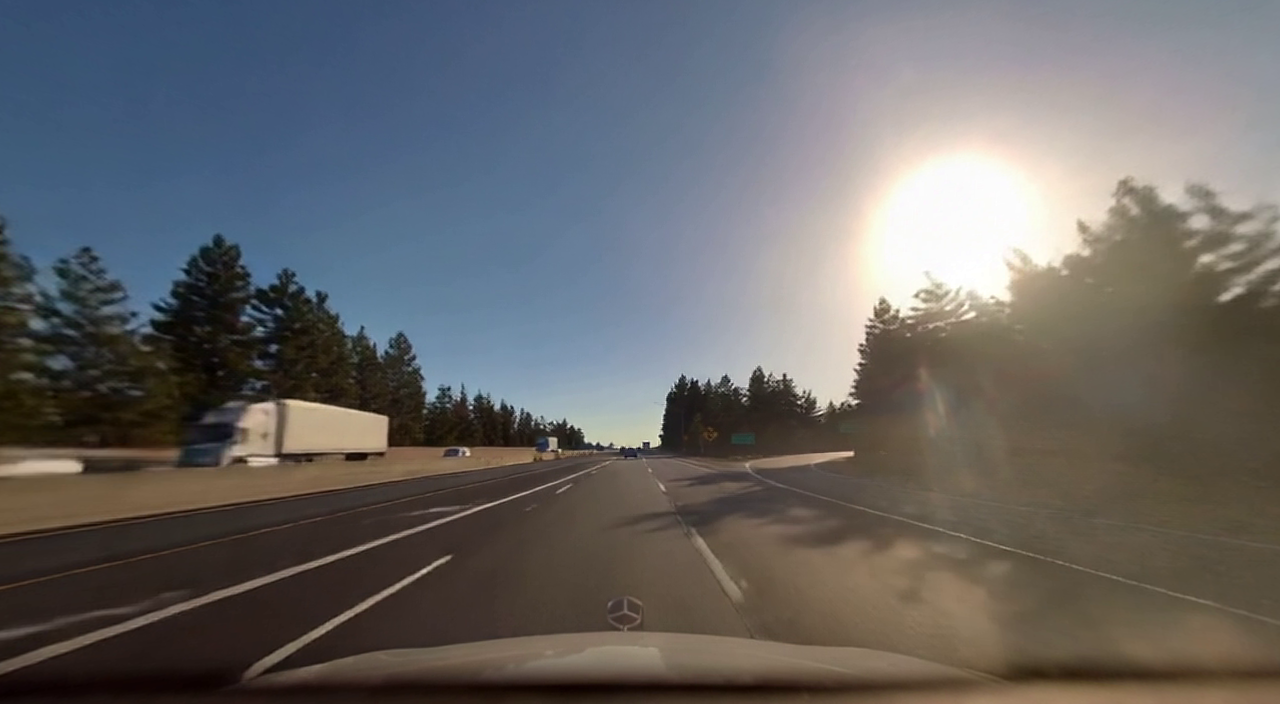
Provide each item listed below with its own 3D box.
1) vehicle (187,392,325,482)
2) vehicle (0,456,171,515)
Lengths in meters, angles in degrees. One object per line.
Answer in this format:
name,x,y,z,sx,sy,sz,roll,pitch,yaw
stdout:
vehicle,-19.440,4.422,32.528,3.220,4.182,5.975,0,-9,-1
vehicle,-15.594,3.661,17.746,1.858,1.421,3.742,0,-9,0
